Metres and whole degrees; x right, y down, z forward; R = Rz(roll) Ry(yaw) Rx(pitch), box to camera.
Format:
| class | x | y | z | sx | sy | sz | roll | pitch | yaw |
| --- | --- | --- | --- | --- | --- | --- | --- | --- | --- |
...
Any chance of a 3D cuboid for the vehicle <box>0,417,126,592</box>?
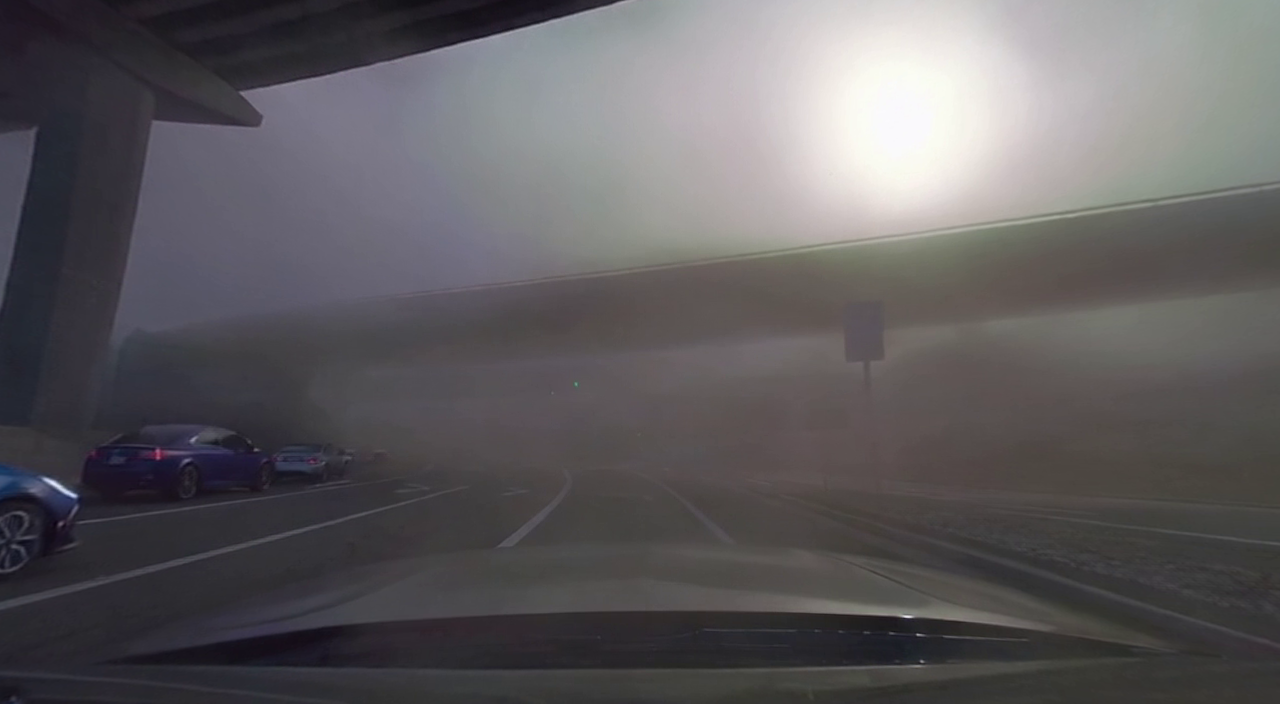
| class | x | y | z | sx | sy | sz | roll | pitch | yaw |
| --- | --- | --- | --- | --- | --- | --- | --- | --- | --- |
| vehicle | -7.222 | 1.364 | 5.355 | 2.108 | 1.670 | 4.235 | 0 | -9 | -1 |
